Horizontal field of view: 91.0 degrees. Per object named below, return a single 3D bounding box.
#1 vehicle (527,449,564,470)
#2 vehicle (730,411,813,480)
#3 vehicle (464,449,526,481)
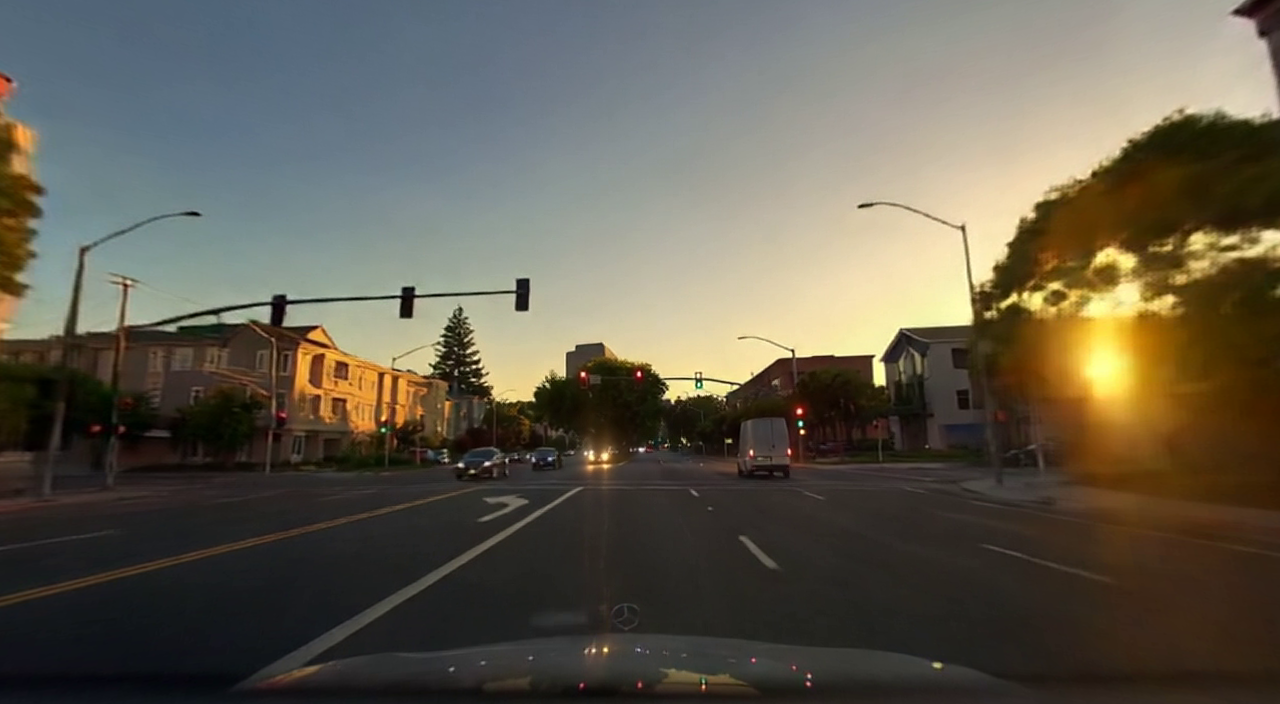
[{"bbox_3d":[-7.281,8.331,49.025,1.991,1.506,4.659,0,-9,2],"label":"vehicle"},{"bbox_3d":[6.777,5.004,33.607,2.802,3.208,7.459,0,-9,0],"label":"vehicle"},{"bbox_3d":[-7.208,5.652,31.793,1.986,1.481,4.602,0,-9,1],"label":"vehicle"}]
